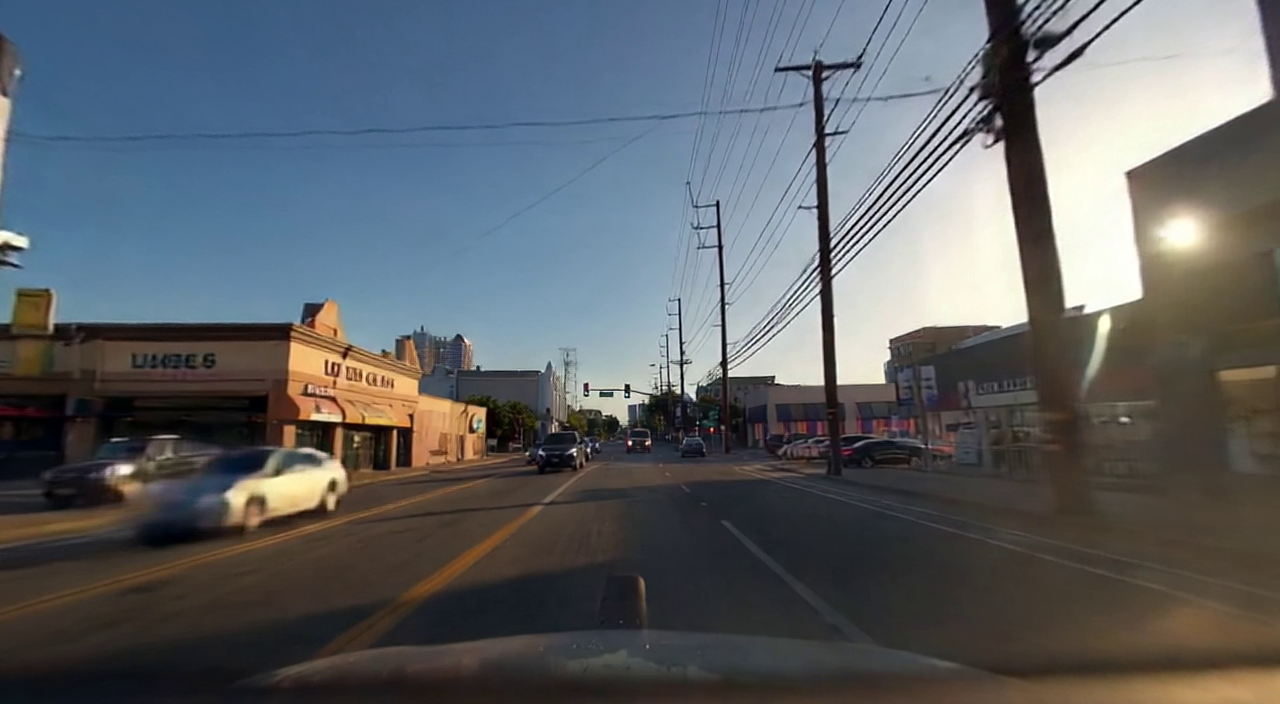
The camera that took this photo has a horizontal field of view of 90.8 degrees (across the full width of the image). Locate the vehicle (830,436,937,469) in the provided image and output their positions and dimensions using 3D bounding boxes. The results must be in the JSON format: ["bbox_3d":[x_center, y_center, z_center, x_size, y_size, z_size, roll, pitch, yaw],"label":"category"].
[{"bbox_3d":[11.283,4.694,29.493,4.238,1.464,1.862,-1,-9,2],"label":"vehicle"}]

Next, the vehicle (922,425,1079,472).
[{"bbox_3d":[15.023,4.043,26.569,5.307,1.877,2.052,0,-8,-1],"label":"vehicle"}]

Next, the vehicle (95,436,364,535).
[{"bbox_3d":[-7.253,2.373,11.948,2.020,1.479,4.612,0,-8,0],"label":"vehicle"}]

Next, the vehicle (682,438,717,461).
[{"bbox_3d":[4.071,6.731,43.868,1.926,1.482,4.442,0,-8,0],"label":"vehicle"}]

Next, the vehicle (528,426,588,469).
[{"bbox_3d":[-3.936,4.741,31.428,2.277,1.904,5.583,0,-8,0],"label":"vehicle"}]
